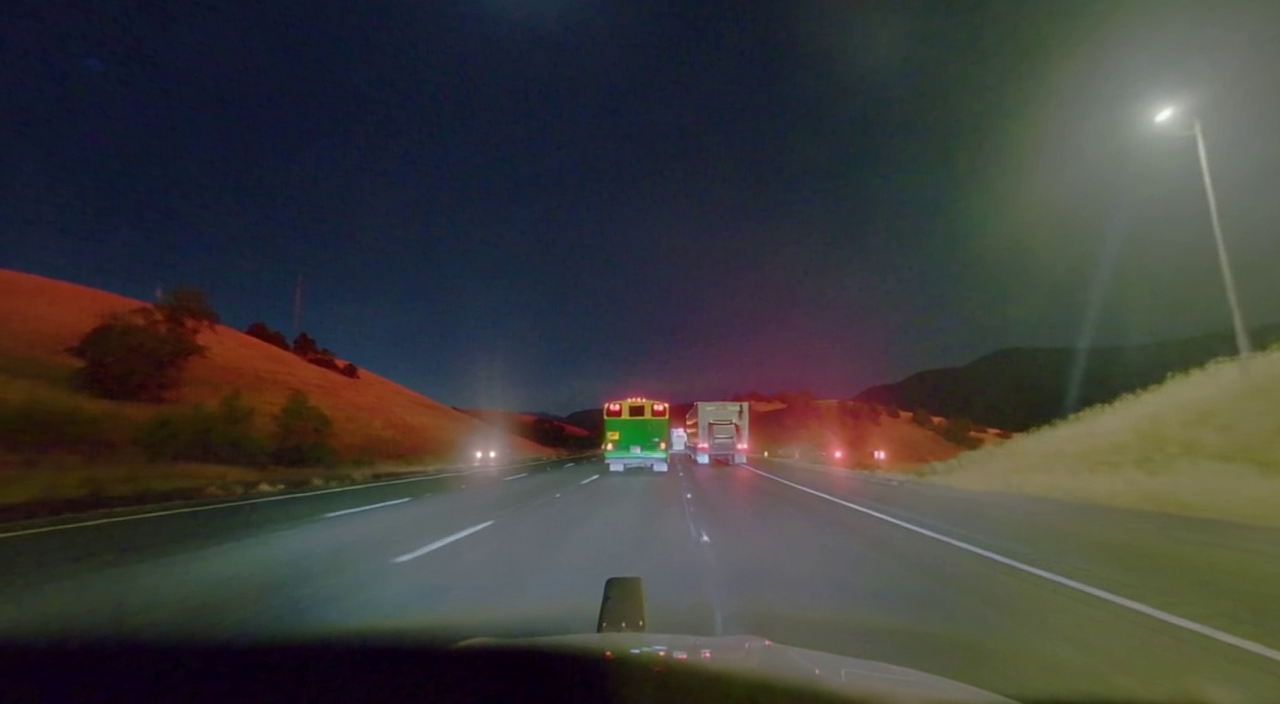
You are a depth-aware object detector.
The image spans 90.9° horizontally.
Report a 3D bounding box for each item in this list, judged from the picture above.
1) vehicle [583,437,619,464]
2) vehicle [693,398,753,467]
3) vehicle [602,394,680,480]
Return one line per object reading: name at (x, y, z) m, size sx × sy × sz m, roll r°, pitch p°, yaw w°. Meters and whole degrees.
vehicle at (-2.765, 7.130, 45.976) m, size 2.179 × 1.846 × 4.335 m, roll 0°, pitch -8°, yaw 3°
vehicle at (4.812, 4.877, 37.718) m, size 2.716 × 3.705 × 7.018 m, roll 0°, pitch -8°, yaw 1°
vehicle at (0.262, 3.988, 29.416) m, size 2.948 × 3.265 × 10.569 m, roll 0°, pitch -8°, yaw 3°
